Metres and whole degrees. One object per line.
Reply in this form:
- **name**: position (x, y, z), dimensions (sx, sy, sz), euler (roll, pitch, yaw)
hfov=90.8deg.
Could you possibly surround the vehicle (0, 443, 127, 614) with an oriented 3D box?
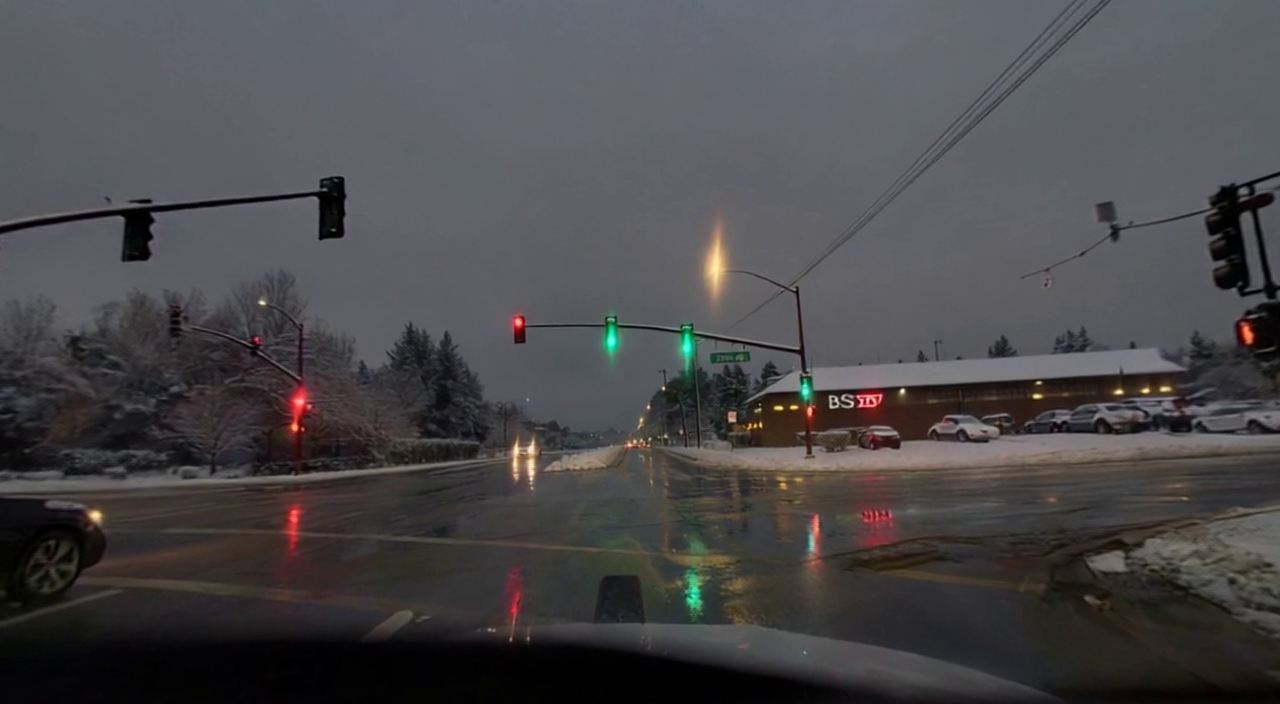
- **vehicle**: position (-6.425, 1.401, 4.623), dimensions (1.928, 1.451, 4.219), euler (0, -9, -3)

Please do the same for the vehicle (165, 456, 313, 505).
- **vehicle**: position (-15.113, 4.827, 24.036), dimensions (4.298, 1.466, 1.921), euler (-2, -8, -7)
